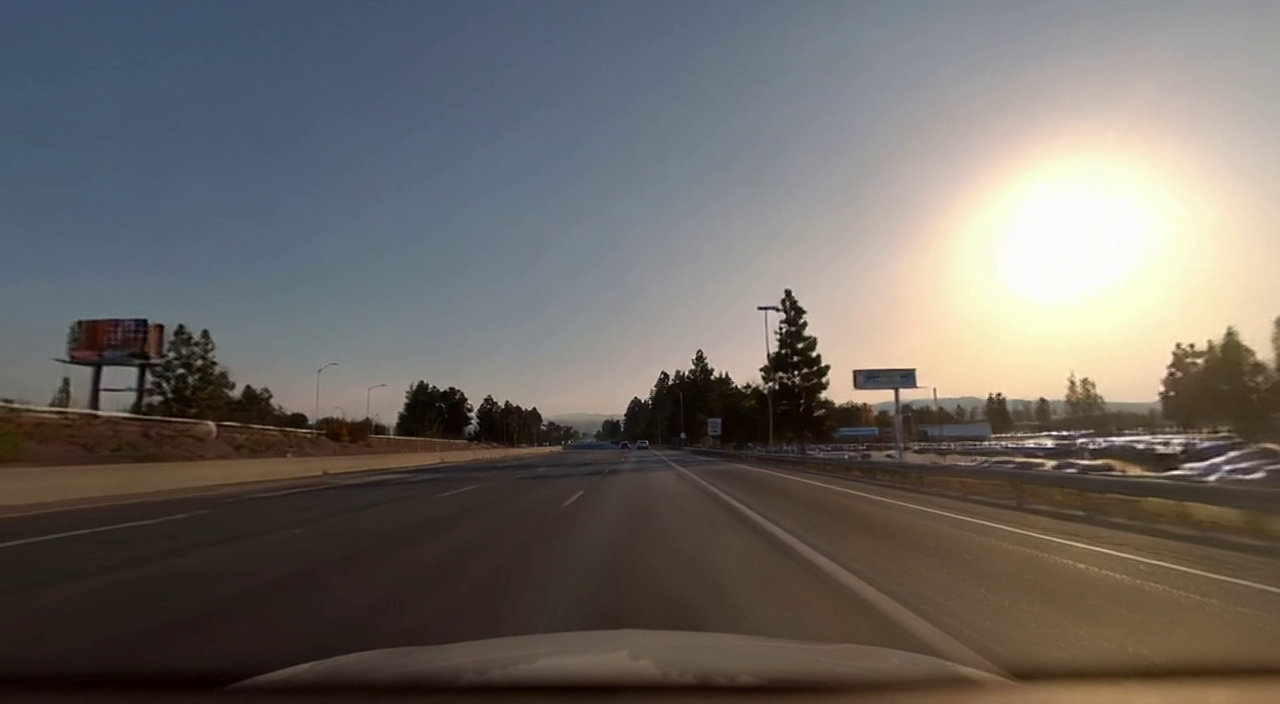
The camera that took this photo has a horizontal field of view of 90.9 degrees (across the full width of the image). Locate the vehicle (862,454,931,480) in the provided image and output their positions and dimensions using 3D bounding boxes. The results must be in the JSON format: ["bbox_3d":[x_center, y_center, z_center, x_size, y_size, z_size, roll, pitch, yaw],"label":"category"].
[{"bbox_3d":[16.237,7.289,40.000,3.645,1.402,1.624,-3,-7,4],"label":"vehicle"}]

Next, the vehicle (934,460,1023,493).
[{"bbox_3d":[17.017,6.255,31.813,3.446,1.394,1.733,-3,-8,-1],"label":"vehicle"}]

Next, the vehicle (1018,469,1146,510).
[{"bbox_3d":[16.147,5.032,23.149,3.437,1.354,1.595,0,-9,1],"label":"vehicle"}]
